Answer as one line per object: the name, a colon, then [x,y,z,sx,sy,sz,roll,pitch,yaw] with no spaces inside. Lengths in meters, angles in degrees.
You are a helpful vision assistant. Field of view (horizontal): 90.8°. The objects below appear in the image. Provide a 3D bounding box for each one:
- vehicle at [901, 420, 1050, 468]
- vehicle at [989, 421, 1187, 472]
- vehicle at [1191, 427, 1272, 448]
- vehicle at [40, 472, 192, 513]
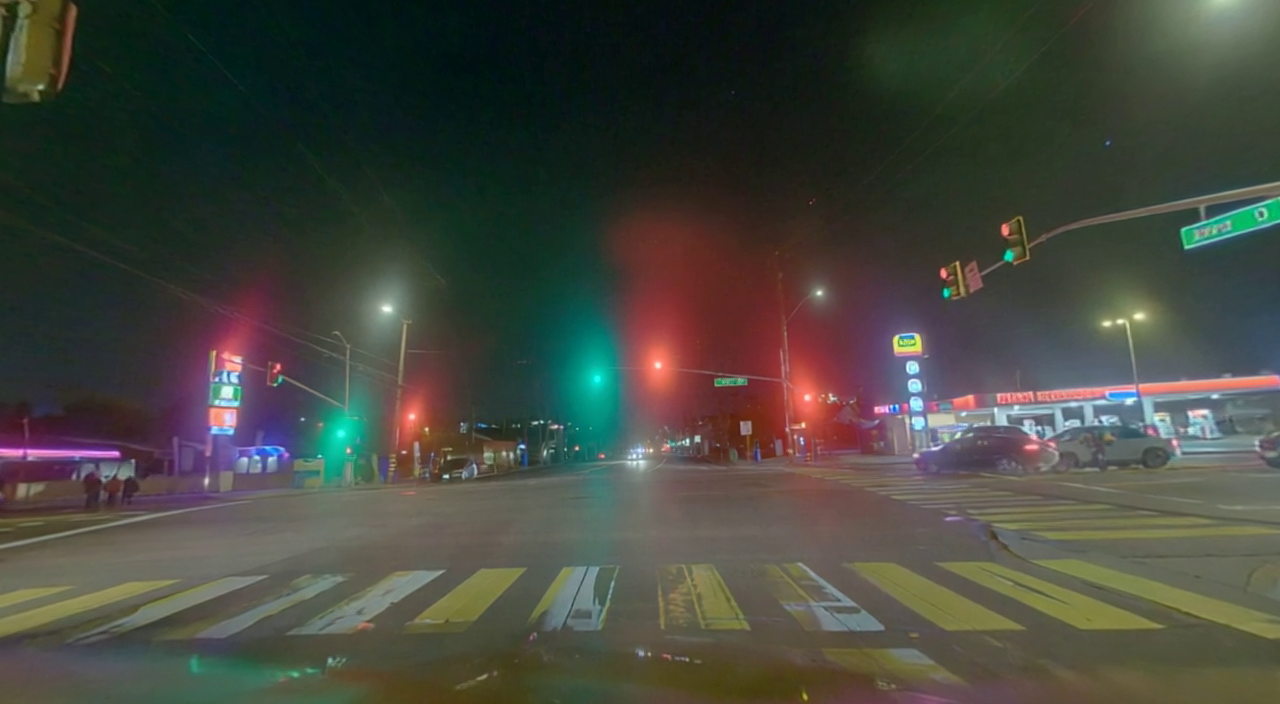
vehicle: [13.016,3.645,24.941,4.916,1.730,1.986,-4,-9,21]
vehicle: [14.356,3.093,20.632,4.835,1.487,1.913,-3,-9,20]
vehicle: [42.041,6.067,44.897,4.347,1.446,1.777,1,-9,-9]
vehicle: [-21.169,5.673,25.643,4.676,1.463,1.909,-1,-8,6]
